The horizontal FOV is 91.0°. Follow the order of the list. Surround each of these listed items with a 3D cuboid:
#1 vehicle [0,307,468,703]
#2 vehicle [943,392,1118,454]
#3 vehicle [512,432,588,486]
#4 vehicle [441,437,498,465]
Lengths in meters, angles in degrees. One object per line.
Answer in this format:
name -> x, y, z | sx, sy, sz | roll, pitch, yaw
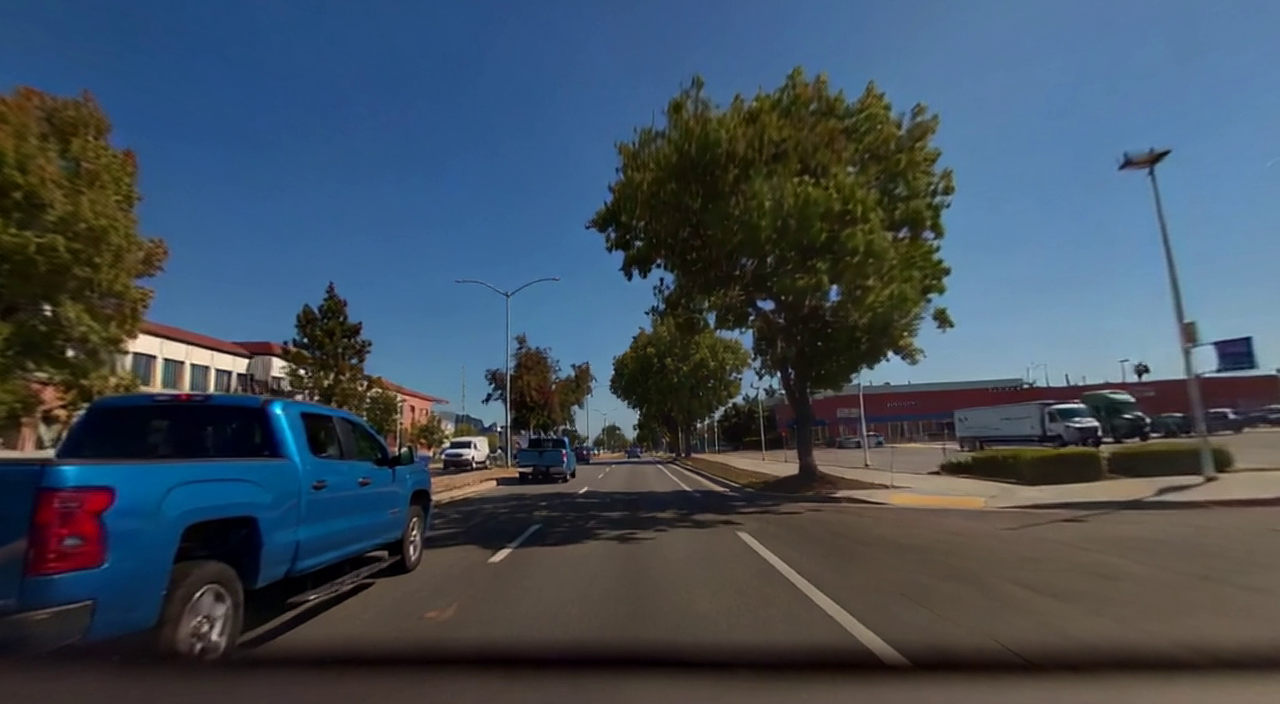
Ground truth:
vehicle -> -3.196, 1.115, 4.712 | 2.277, 1.801, 5.250 | 0, -8, 1
vehicle -> 26.139, 5.095, 43.721 | 2.948, 3.576, 13.937 | 1, -8, -2
vehicle -> -3.251, 3.984, 23.873 | 2.065, 1.790, 5.417 | 0, -8, 0
vehicle -> -11.315, 6.629, 42.254 | 2.266, 1.756, 5.406 | 0, -8, 1
